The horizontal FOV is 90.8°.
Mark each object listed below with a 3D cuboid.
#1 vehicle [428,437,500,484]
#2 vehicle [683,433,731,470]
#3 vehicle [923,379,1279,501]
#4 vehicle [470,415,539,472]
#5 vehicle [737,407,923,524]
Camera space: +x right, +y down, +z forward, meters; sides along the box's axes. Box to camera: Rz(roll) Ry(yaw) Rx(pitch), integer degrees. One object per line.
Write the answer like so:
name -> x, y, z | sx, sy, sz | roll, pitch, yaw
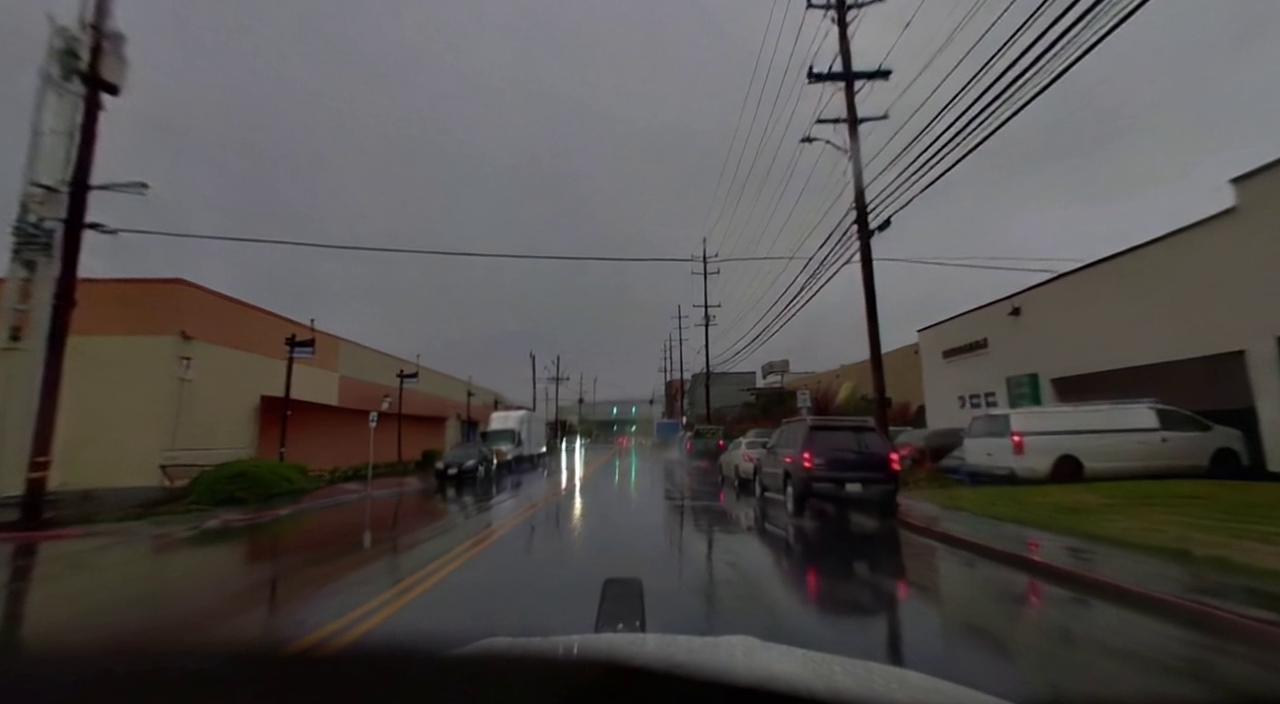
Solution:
vehicle -> -7.918, 4.934, 28.876 | 2.123, 1.802, 4.486 | -4, -9, -2
vehicle -> 3.595, 5.444, 34.644 | 2.026, 1.857, 4.699 | 1, -8, -1
vehicle -> 10.925, 2.015, 14.754 | 7.236, 2.219, 2.674 | -3, -8, -1
vehicle -> -8.242, 5.698, 39.395 | 2.832, 3.101, 7.143 | -1, -8, -1
vehicle -> 3.698, 2.375, 13.822 | 2.333, 1.967, 6.008 | 0, -8, 1
